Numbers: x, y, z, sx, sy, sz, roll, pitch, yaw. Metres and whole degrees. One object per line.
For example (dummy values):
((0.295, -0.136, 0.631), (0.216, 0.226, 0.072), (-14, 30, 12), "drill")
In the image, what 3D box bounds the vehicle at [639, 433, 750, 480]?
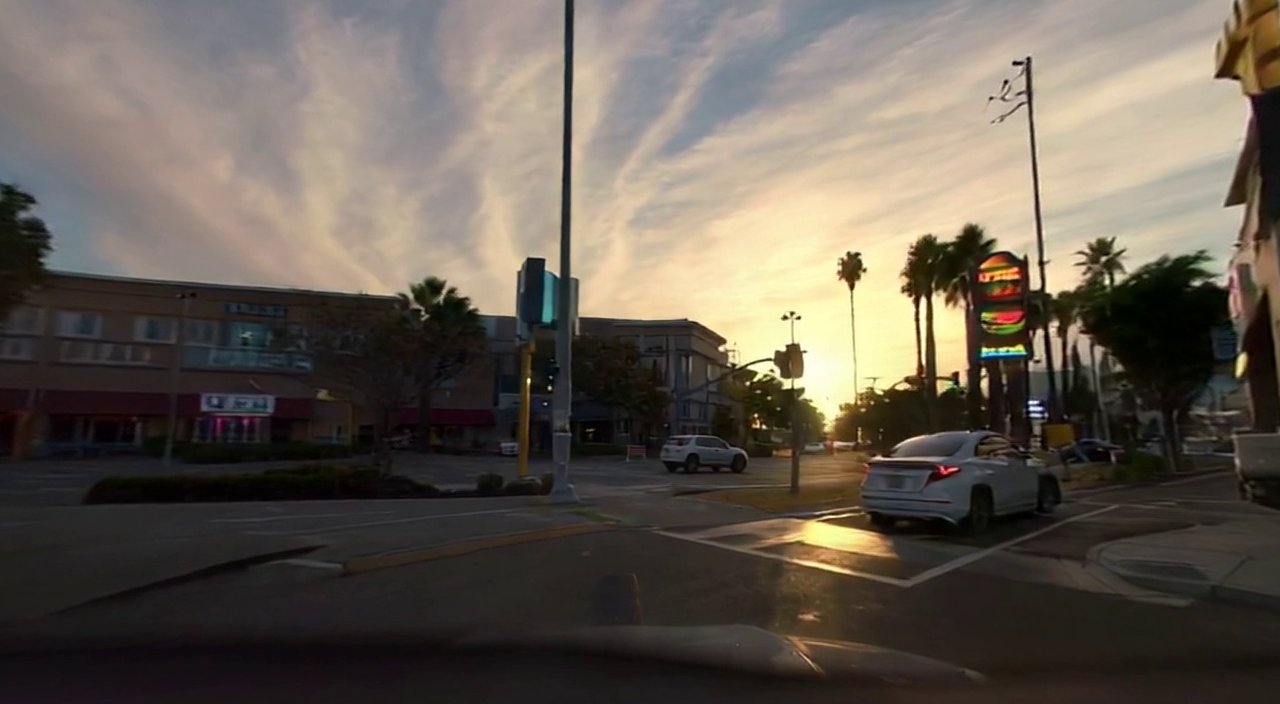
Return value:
((2.274, 4.281, 26.051), (4.211, 1.756, 2.158), (6, -11, -37), "vehicle")

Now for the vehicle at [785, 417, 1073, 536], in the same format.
((4.707, 2.020, 10.821), (1.870, 1.611, 3.978), (7, -11, -38), "vehicle")

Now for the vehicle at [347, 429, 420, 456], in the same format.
((-19.197, 6.817, 47.394), (4.645, 1.890, 2.041), (6, -11, -36), "vehicle")

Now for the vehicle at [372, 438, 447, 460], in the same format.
((-15.764, 6.636, 43.236), (4.411, 1.391, 1.837), (6, -11, -37), "vehicle")
